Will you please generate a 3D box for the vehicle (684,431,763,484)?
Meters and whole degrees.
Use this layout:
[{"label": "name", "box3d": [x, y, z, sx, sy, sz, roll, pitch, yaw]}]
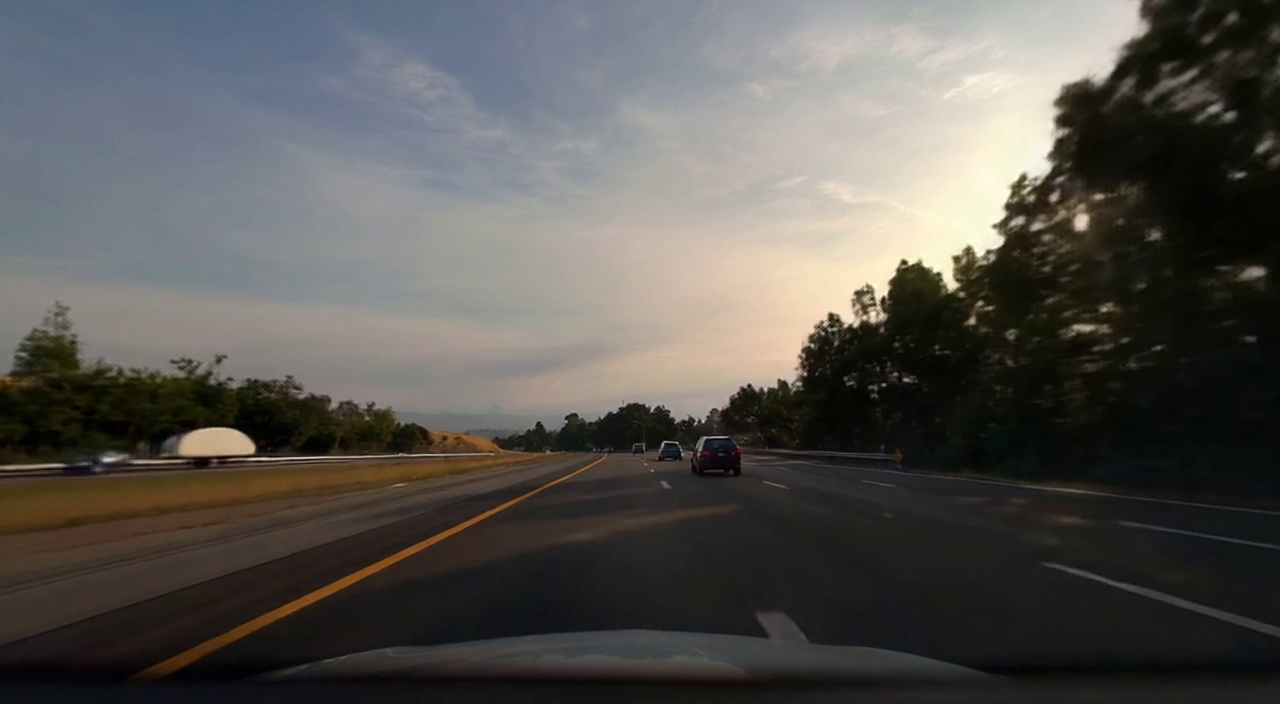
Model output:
[{"label": "vehicle", "box3d": [3.023, 3.956, 23.965, 2.141, 1.785, 4.778, 0, -8, -2]}]
